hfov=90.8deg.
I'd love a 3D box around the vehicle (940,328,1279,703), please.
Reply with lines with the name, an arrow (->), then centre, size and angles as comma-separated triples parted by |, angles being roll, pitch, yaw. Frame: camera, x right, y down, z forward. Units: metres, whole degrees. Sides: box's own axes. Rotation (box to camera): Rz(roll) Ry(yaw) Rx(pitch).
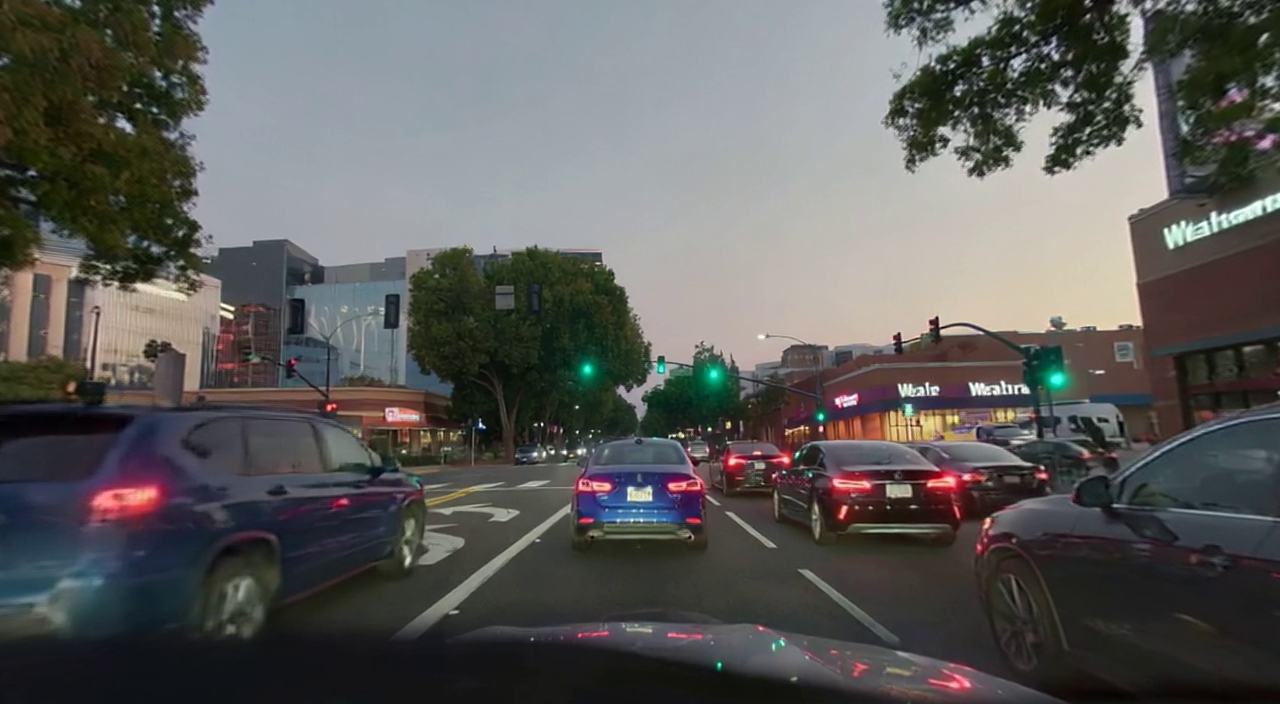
vehicle -> 3.005, 0.759, 1.916 | 2.075, 1.661, 4.401 | -1, -9, 1

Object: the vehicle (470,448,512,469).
vehicle -> -11.240, 8.021, 47.877 | 2.099, 1.478, 4.411 | 0, -9, 0

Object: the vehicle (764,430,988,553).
vehicle -> 3.345, 2.049, 9.972 | 1.865, 1.496, 4.170 | 0, -9, -1

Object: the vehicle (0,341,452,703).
vehicle -> -3.427, 1.212, 5.235 | 2.257, 1.823, 4.777 | 0, -9, 0

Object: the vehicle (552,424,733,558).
vehicle -> 0.022, 1.942, 9.471 | 2.154, 1.577, 3.723 | 0, -9, 0
